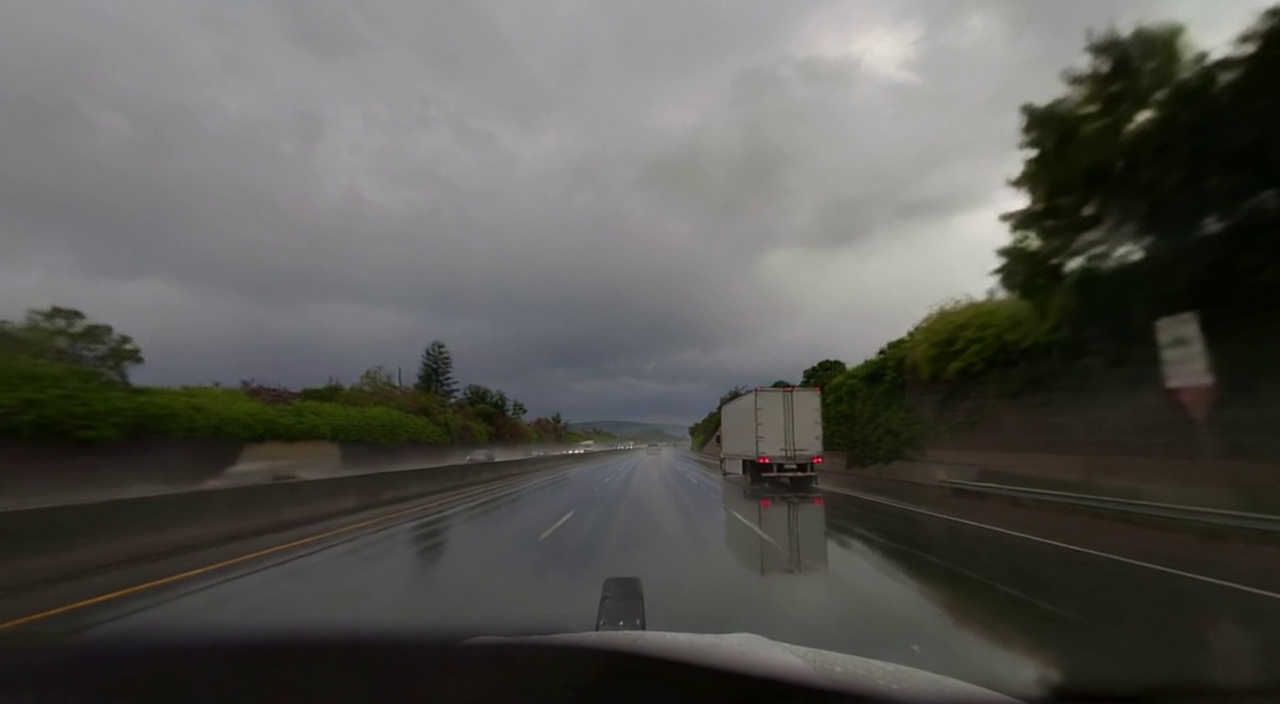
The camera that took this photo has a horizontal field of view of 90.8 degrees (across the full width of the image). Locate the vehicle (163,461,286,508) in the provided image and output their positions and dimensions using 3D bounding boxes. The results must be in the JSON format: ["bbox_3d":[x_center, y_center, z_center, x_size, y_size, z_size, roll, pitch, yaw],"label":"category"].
[{"bbox_3d":[-14.935,4.755,22.990,1.818,1.454,3.854,0,-9,0],"label":"vehicle"}]

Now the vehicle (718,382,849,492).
[{"bbox_3d":[4.845,3.182,23.222,2.771,3.313,8.121,0,-9,-1],"label":"vehicle"}]
